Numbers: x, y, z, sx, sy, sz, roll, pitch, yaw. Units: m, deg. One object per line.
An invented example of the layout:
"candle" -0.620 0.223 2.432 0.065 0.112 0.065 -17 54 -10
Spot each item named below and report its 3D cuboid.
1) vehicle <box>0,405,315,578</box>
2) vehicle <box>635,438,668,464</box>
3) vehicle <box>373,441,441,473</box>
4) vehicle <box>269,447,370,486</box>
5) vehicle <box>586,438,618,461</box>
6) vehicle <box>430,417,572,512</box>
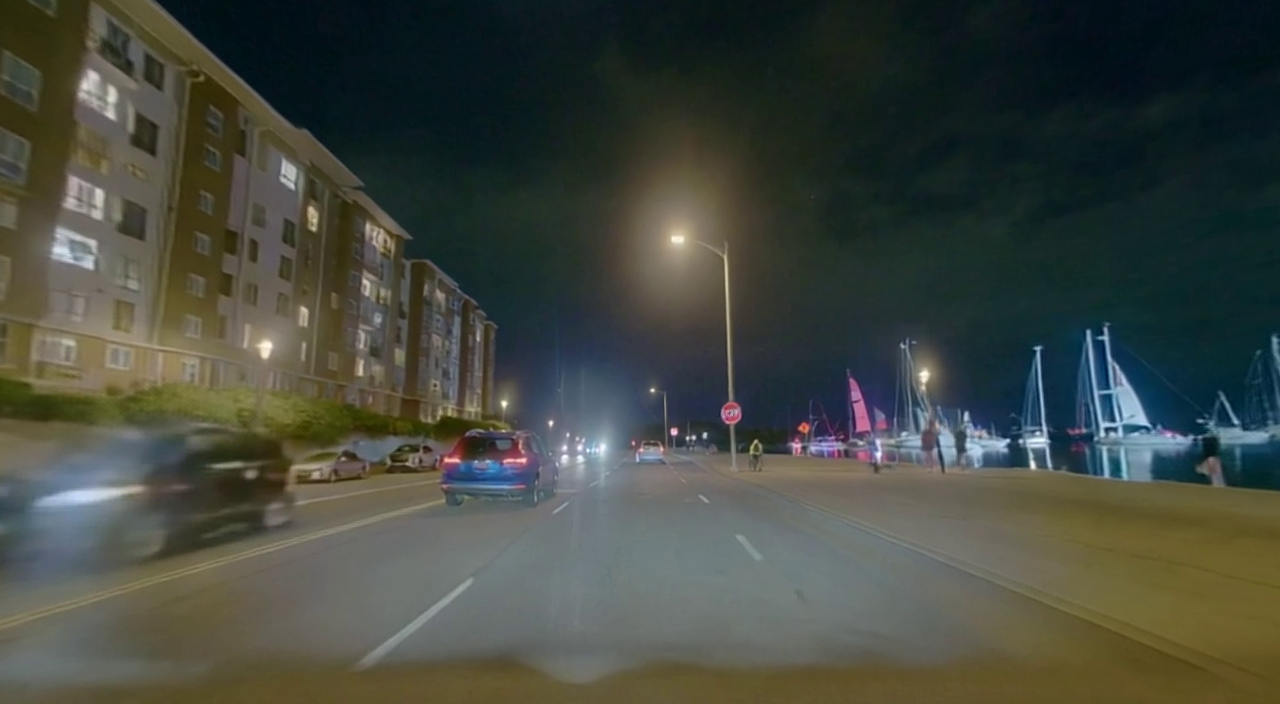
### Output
"vehicle" -6.660 1.736 8.678 1.987 1.751 4.308 0 -8 1
"vehicle" 0.767 6.543 41.753 2.057 1.624 3.726 0 -8 1
"vehicle" -13.337 6.015 36.415 2.117 1.703 4.373 0 -8 2
"vehicle" -13.472 4.790 26.844 1.871 1.463 4.555 0 -8 1
"vehicle" -2.844 7.369 47.797 2.056 1.680 4.205 0 -8 2
"vehicle" -2.923 2.497 14.531 2.082 1.817 4.724 0 -8 1
